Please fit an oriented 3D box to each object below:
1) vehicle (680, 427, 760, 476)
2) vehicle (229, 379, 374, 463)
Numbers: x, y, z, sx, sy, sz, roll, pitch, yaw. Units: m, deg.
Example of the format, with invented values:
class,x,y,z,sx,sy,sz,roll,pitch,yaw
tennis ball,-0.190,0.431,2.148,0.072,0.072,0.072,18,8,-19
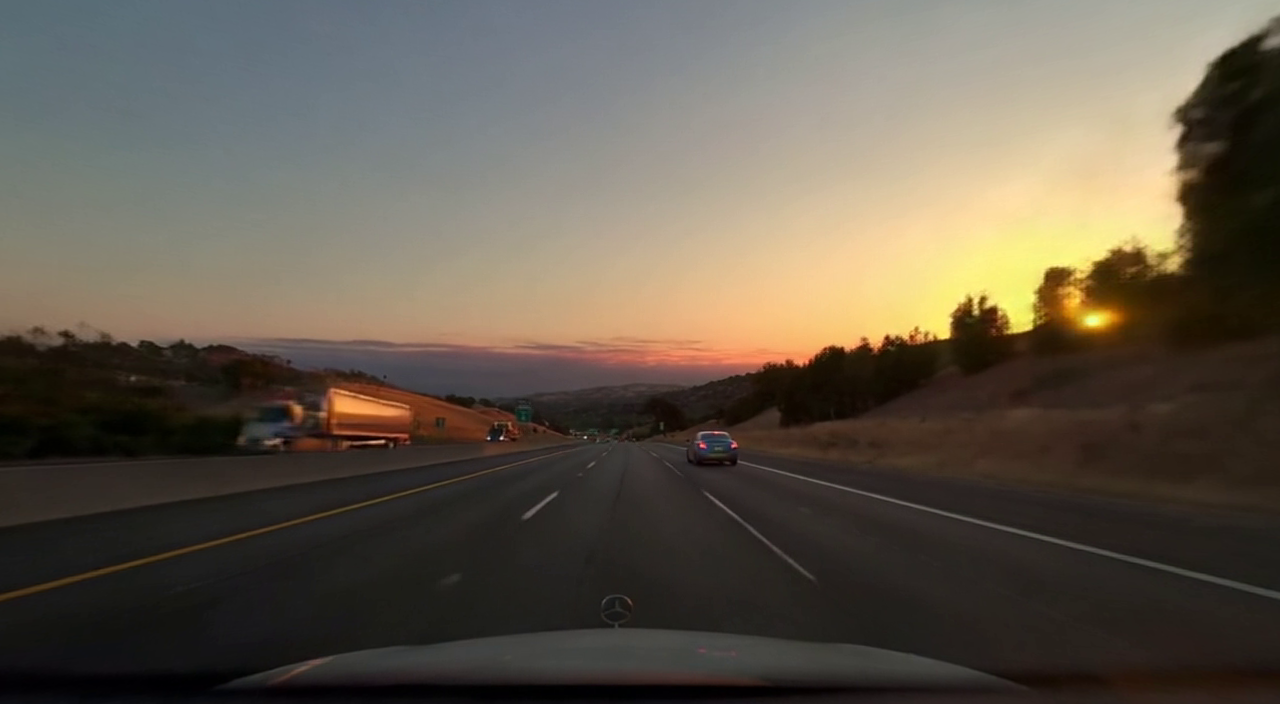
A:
class,x,y,z,sx,sy,sz,roll,pitch,yaw
vehicle,2.925,3.754,24.007,2.349,1.651,4.161,0,-8,-2
vehicle,-19.686,4.317,37.752,3.146,4.298,10.599,0,-8,-3
